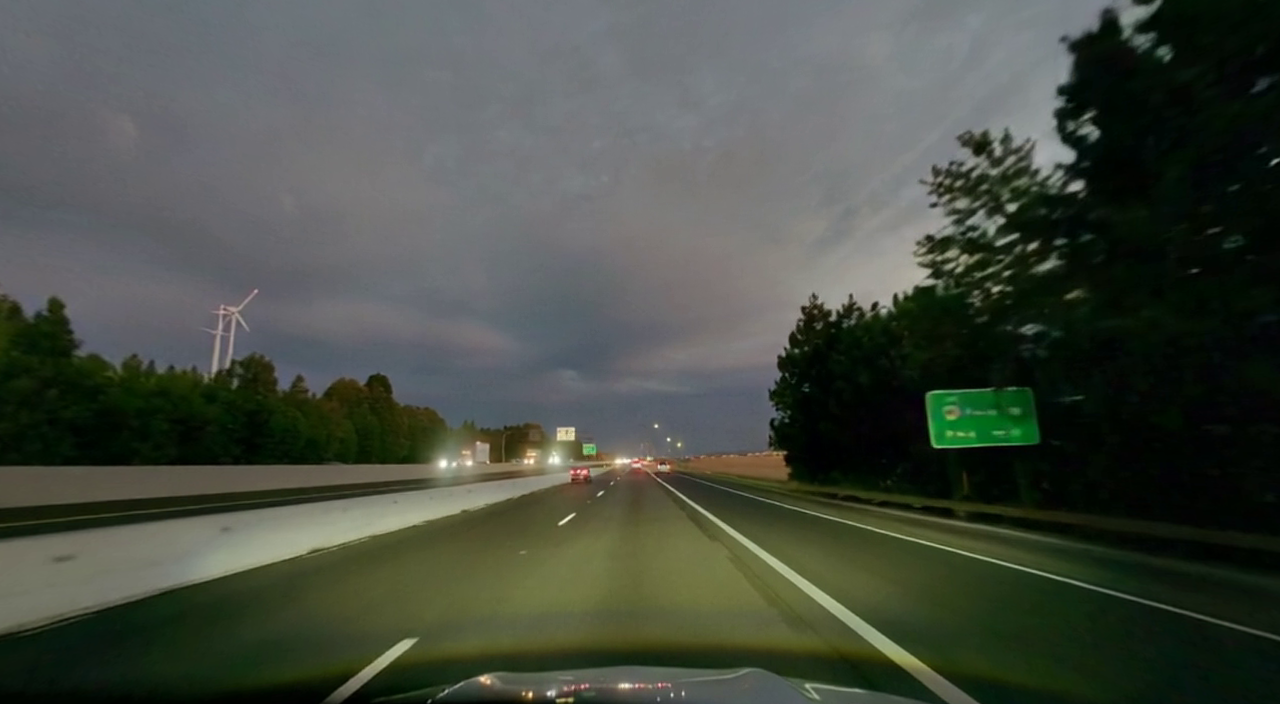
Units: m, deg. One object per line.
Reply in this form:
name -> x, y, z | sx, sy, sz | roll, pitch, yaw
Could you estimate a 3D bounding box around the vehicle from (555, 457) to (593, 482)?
vehicle -> -4.791, 8.600, 46.173 | 2.175, 1.658, 4.582 | 1, -10, 1
